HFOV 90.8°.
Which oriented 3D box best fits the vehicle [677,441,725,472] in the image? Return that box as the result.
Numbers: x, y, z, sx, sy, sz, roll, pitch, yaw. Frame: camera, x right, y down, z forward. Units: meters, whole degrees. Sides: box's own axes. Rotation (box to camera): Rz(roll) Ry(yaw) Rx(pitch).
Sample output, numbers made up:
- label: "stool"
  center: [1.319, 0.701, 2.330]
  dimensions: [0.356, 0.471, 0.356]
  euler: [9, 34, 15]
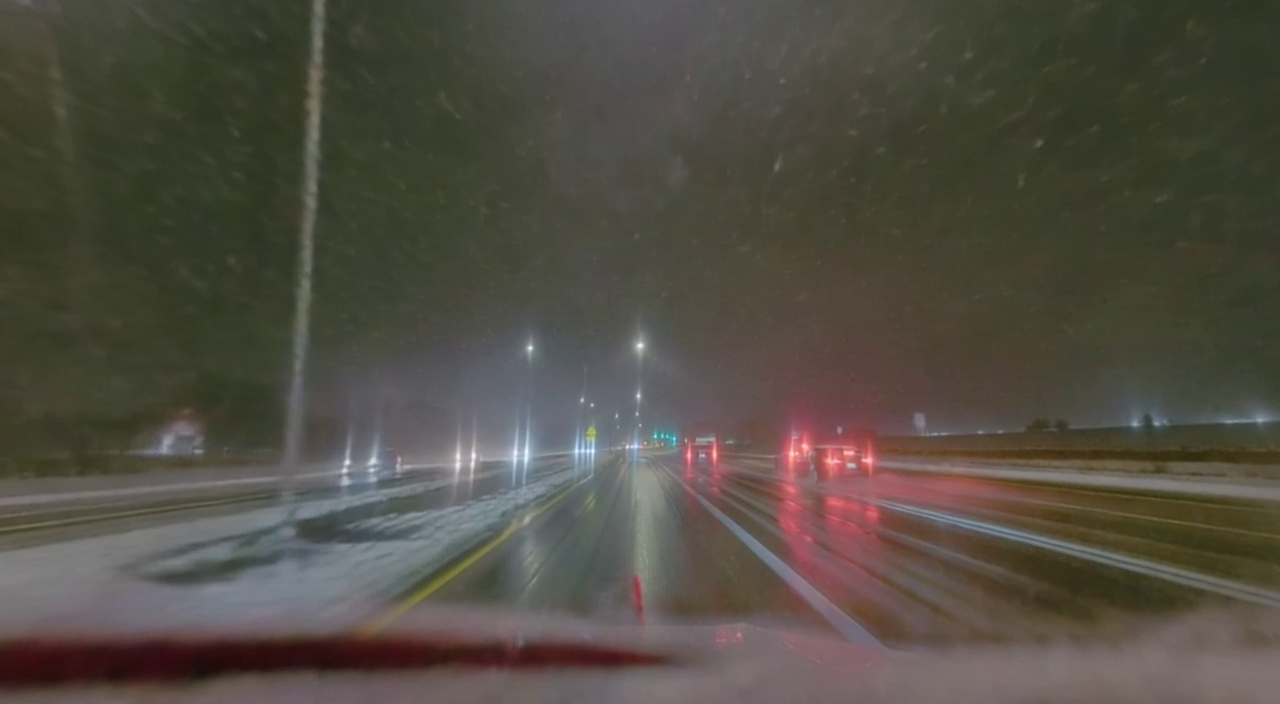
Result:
- label: "vehicle"
  center: [3.254, 5.632, 34.386]
  dimensions: [2.056, 1.553, 4.320]
  euler: [0, -9, -1]

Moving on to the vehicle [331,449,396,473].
- label: "vehicle"
  center: [-18.212, 7.168, 41.854]
  dimensions: [2.106, 1.363, 5.076]
  euler: [0, -8, -1]

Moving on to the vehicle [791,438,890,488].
- label: "vehicle"
  center: [6.728, 3.753, 21.698]
  dimensions: [2.038, 1.528, 3.910]
  euler: [0, -9, -1]
